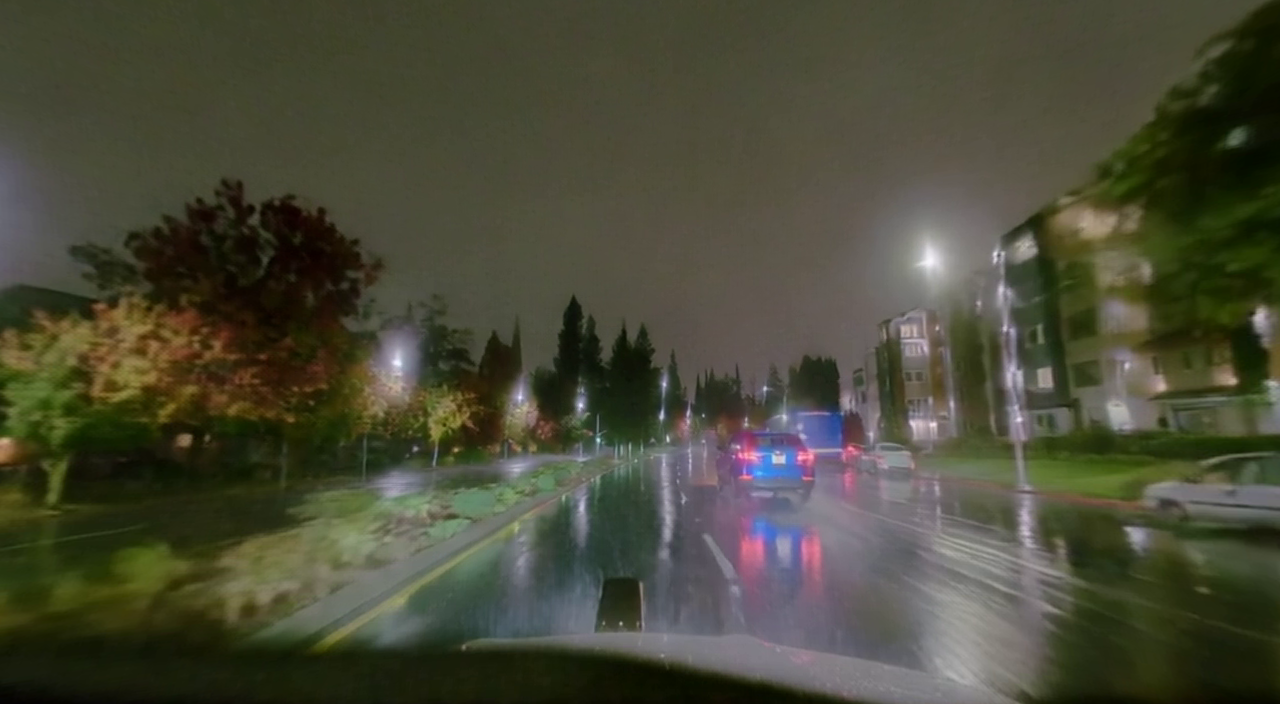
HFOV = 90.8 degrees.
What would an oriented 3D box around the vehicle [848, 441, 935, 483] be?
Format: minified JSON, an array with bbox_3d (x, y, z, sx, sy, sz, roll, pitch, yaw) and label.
[{"bbox_3d":[10.265,4.498,26.237,1.870,1.504,4.823,0,-8,3],"label":"vehicle"}]

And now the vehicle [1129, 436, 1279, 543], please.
[{"bbox_3d":[9.872,1.955,9.061,1.893,1.469,4.615,0,-9,-2],"label":"vehicle"}]

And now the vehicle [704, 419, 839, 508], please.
[{"bbox_3d":[2.941,2.645,15.305,2.215,1.812,4.569,0,-9,-1],"label":"vehicle"}]
